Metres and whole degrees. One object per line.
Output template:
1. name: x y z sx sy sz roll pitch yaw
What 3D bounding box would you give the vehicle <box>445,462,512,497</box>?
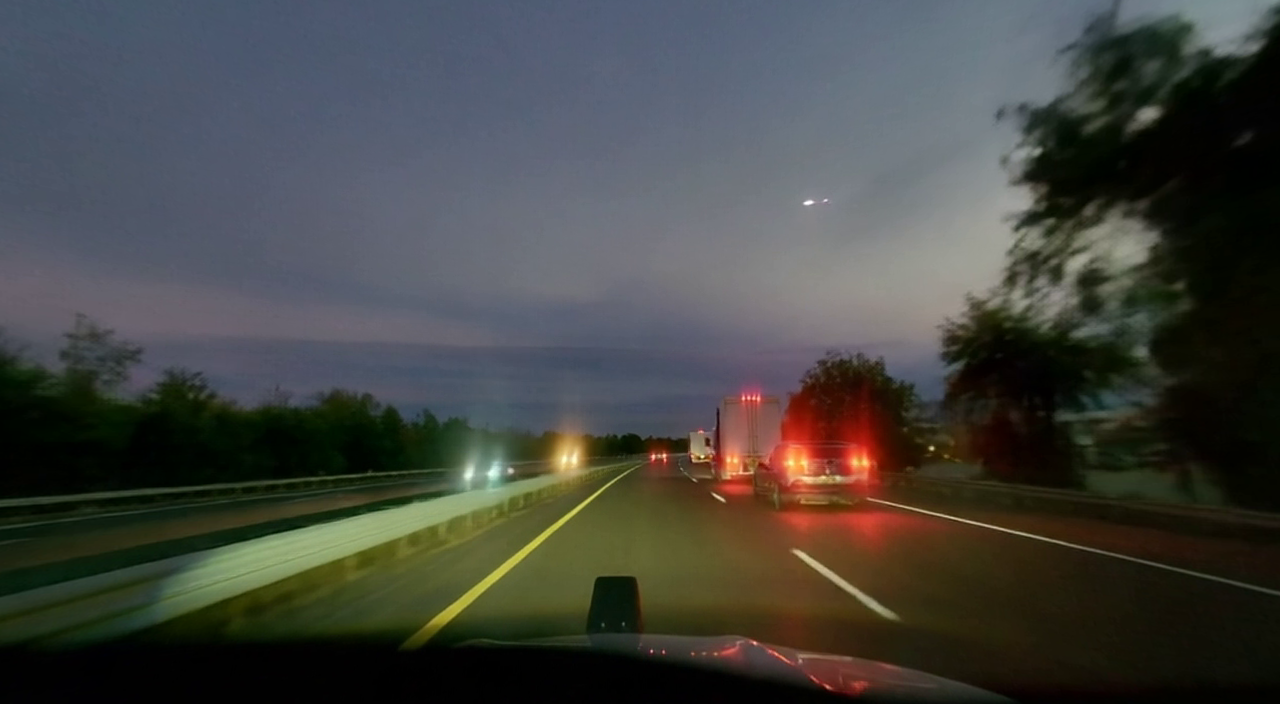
1. vehicle: -7.937 6.295 31.503 2.007 1.493 4.671 0 -9 1

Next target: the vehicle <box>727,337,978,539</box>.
1. vehicle: 4.516 2.386 16.976 2.866 3.558 11.674 0 -9 1
